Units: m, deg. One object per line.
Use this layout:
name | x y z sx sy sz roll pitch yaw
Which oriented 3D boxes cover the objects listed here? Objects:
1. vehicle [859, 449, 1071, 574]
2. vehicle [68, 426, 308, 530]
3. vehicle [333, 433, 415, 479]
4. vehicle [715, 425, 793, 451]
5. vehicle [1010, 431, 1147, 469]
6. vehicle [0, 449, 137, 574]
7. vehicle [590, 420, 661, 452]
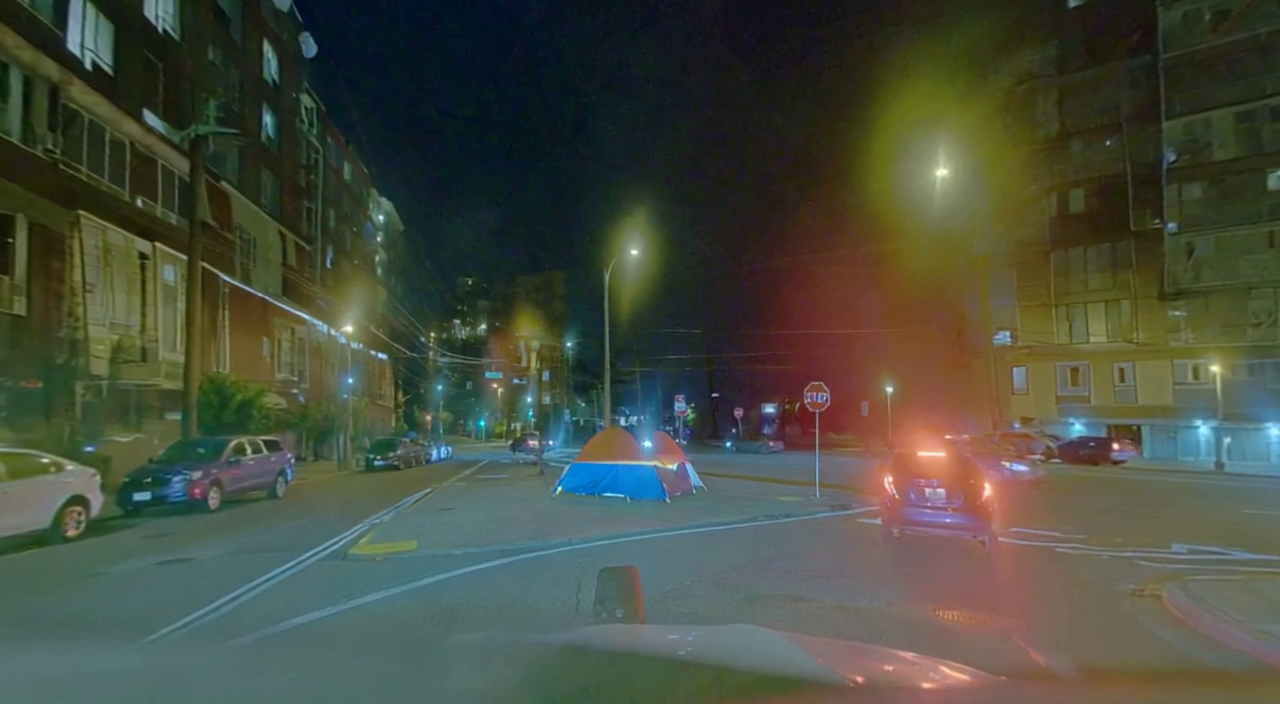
vehicle | 5.709 2.530 10.883 1.945 1.647 4.160 -9 -12 44
vehicle | -9.430 2.629 13.925 1.934 1.798 5.317 1 -8 -8
vehicle | -11.656 4.573 28.118 2.054 1.800 5.212 1 -8 -8
vehicle | 6.946 5.363 39.090 2.089 1.506 4.641 5 -10 -33
vehicle | 18.904 4.251 27.434 1.790 1.468 4.422 6 -11 -38
vehicle | -8.713 1.989 7.898 1.763 1.498 4.483 1 -9 -10
vehicle | -1.060 5.598 41.850 2.152 1.970 5.506 5 -10 -32
